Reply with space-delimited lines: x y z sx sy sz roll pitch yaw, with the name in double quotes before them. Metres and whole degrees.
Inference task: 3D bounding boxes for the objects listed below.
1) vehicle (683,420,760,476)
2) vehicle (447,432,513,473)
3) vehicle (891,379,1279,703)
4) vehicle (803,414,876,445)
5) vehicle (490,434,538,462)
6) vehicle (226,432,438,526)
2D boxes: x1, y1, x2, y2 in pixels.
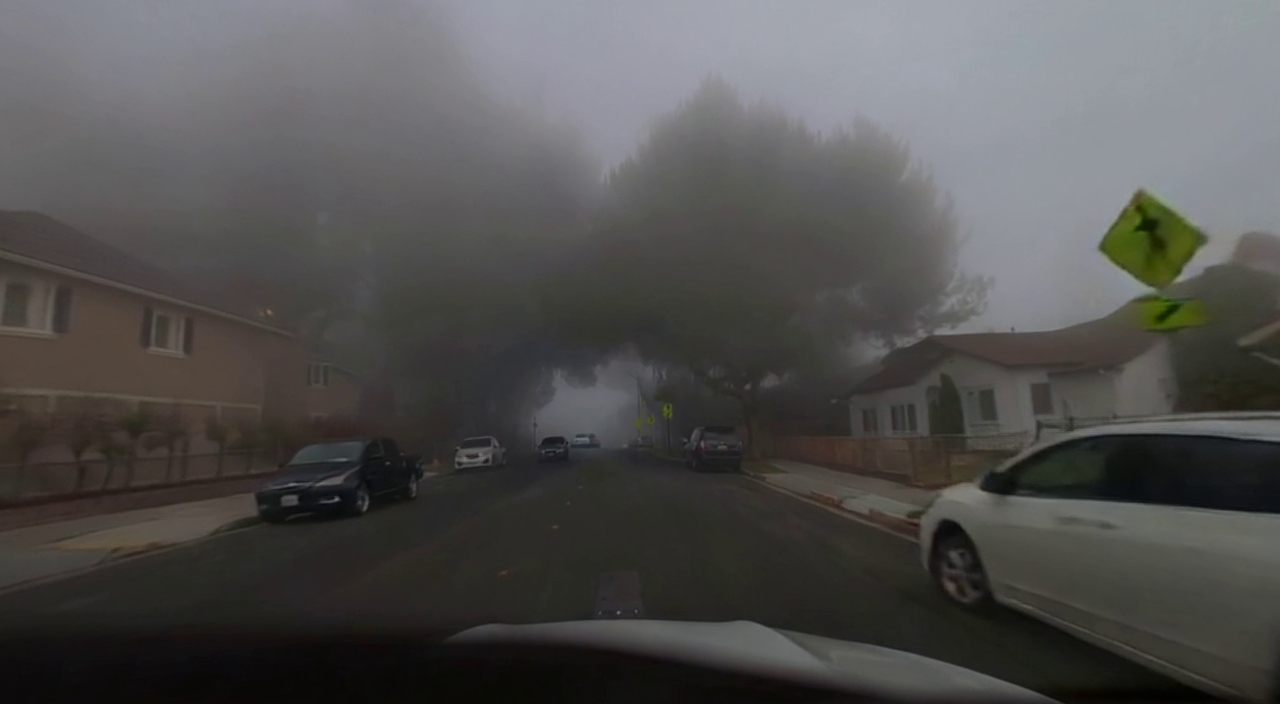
"vehicle" 2.637 3.221 21.486 1.997 1.663 4.544 0 -8 0
"vehicle" -6.456 4.062 25.828 1.842 1.540 3.704 0 -8 -2
"vehicle" 3.249 0.979 3.089 1.875 1.568 4.899 0 -7 -2
"vehicle" 12.578 4.906 39.687 4.184 1.817 2.026 -4 -8 21
"vehicle" -6.823 5.244 34.571 1.919 1.464 4.155 0 -8 -2
"vehicle" -5.916 2.432 13.105 1.972 1.502 5.530 0 -7 -4
